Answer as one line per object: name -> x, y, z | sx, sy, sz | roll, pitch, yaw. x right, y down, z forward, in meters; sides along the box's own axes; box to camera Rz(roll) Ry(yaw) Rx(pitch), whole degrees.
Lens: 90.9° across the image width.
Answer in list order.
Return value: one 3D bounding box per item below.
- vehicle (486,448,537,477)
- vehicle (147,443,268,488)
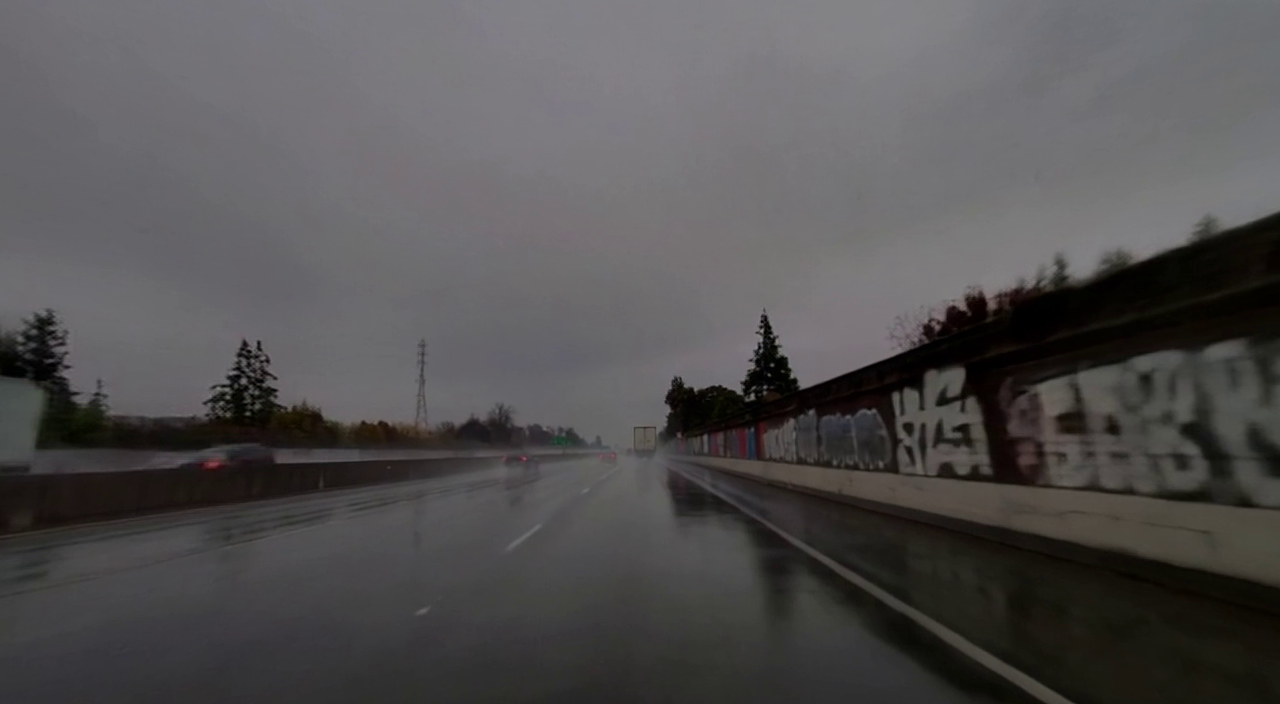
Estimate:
vehicle -> -6.687, 5.760, 33.080 | 2.027, 1.431, 3.033 | 0, -9, 1
vehicle -> -18.292, 4.790, 26.962 | 1.989, 1.732, 4.444 | 0, -9, 0
